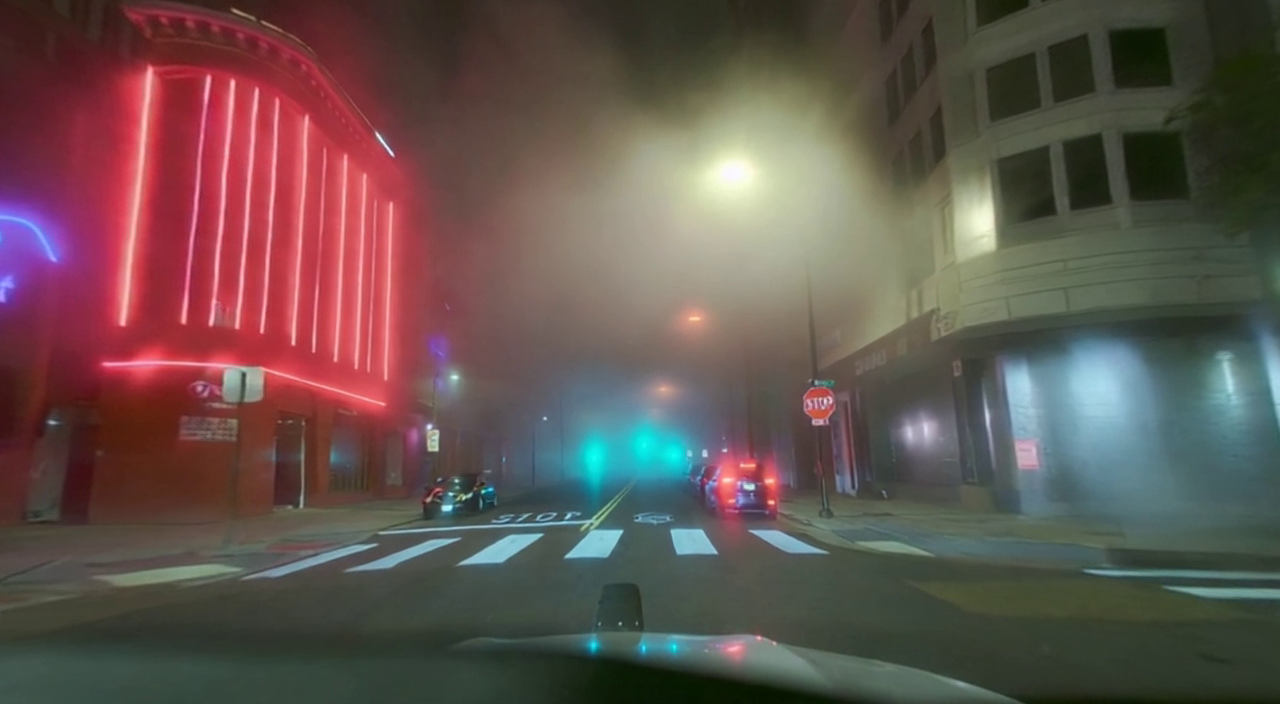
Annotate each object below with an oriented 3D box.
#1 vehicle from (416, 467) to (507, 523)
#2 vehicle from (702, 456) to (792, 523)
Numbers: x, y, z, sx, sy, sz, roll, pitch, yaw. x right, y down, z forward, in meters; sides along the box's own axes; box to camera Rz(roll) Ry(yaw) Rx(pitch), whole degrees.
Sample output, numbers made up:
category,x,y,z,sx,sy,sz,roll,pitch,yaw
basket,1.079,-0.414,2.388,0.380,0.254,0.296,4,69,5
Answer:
category,x,y,z,sx,sy,sz,roll,pitch,yaw
vehicle,-5.536,4.473,20.113,1.864,1.447,3.887,0,-9,-2
vehicle,3.043,3.985,18.891,1.917,1.680,4.500,0,-9,0
